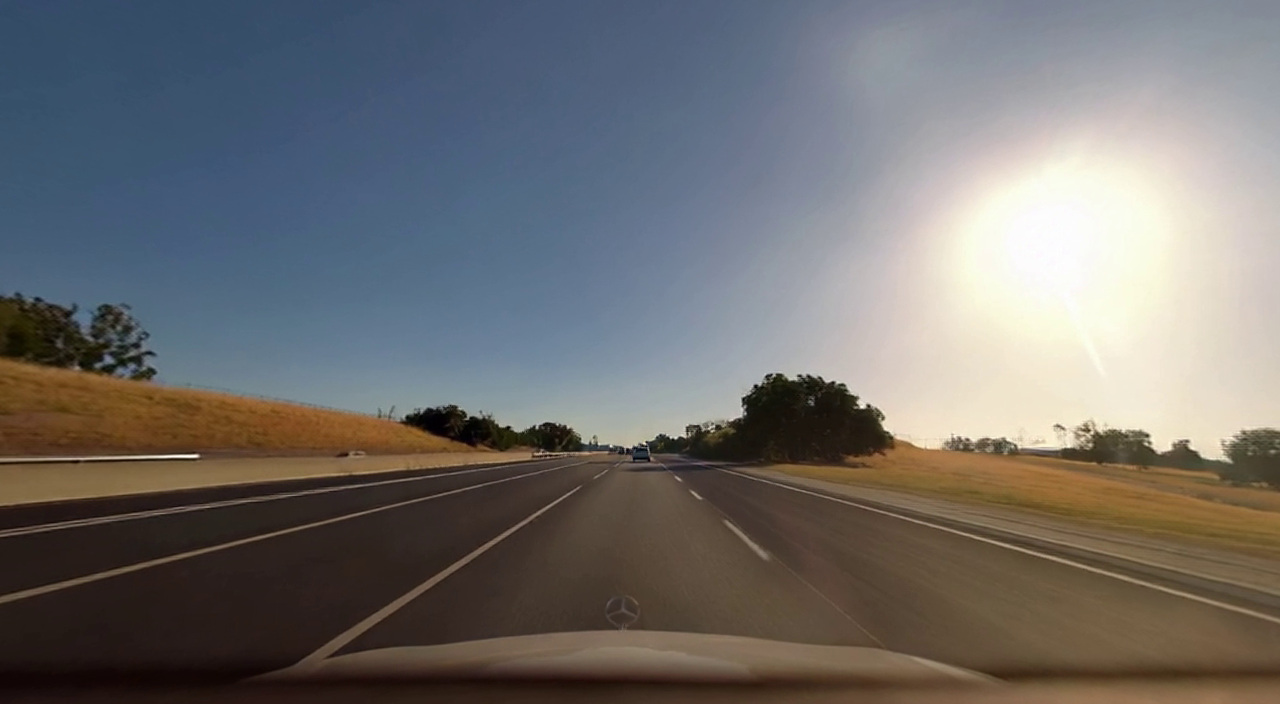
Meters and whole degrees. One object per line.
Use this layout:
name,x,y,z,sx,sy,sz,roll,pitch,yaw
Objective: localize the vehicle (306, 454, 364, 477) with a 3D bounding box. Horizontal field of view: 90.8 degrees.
vehicle,-20.453,7.591,42.532,1.850,1.423,4.209,0,-9,-1
